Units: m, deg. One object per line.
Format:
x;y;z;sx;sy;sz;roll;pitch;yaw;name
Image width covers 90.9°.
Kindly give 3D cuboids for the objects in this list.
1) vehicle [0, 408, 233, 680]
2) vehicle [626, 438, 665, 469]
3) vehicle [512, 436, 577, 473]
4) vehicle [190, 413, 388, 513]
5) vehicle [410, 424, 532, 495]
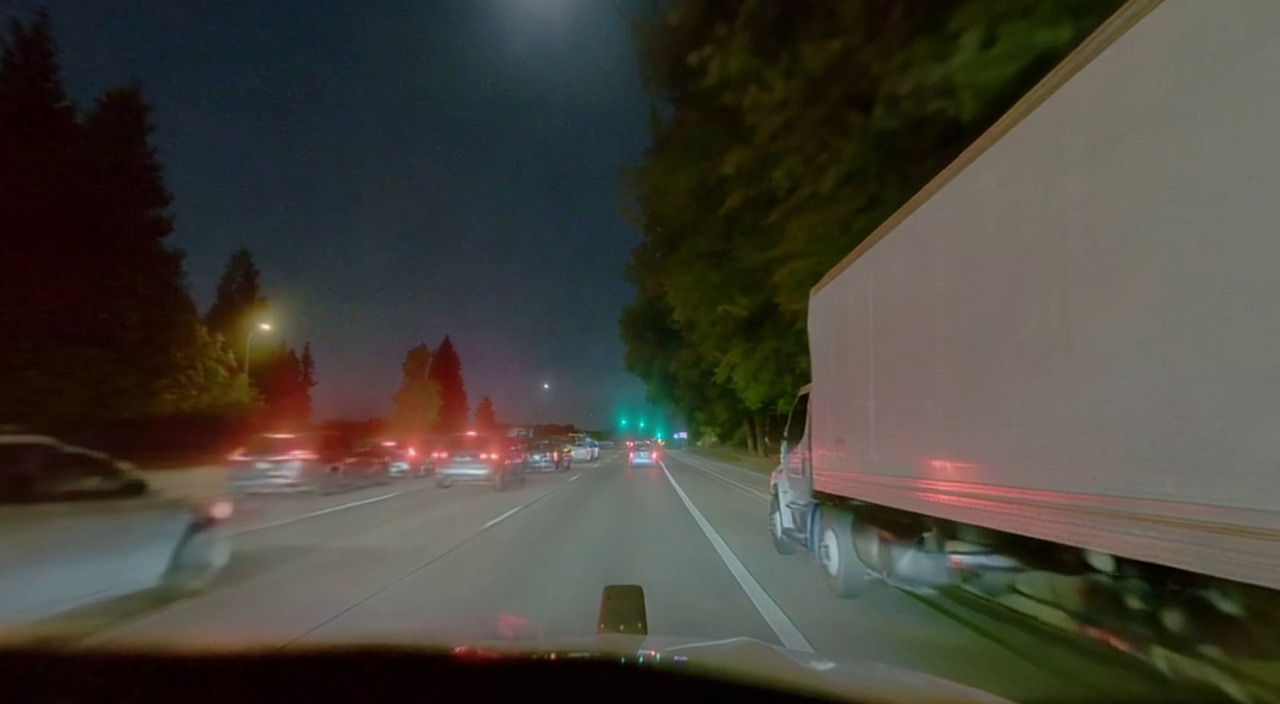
-4.561;1.048;3.381;2.068;1.480;4.039;0;-8;0;vehicle
0.269;5.165;32.219;1.875;1.453;3.888;0;-8;0;vehicle
-4.118;4.517;27.928;2.121;1.485;4.363;0;-8;1;vehicle
-7.995;2.519;14.978;2.062;1.820;4.577;-5;-7;1;vehicle
-4.505;2.947;17.635;2.042;1.713;4.493;-1;-8;2;vehicle
